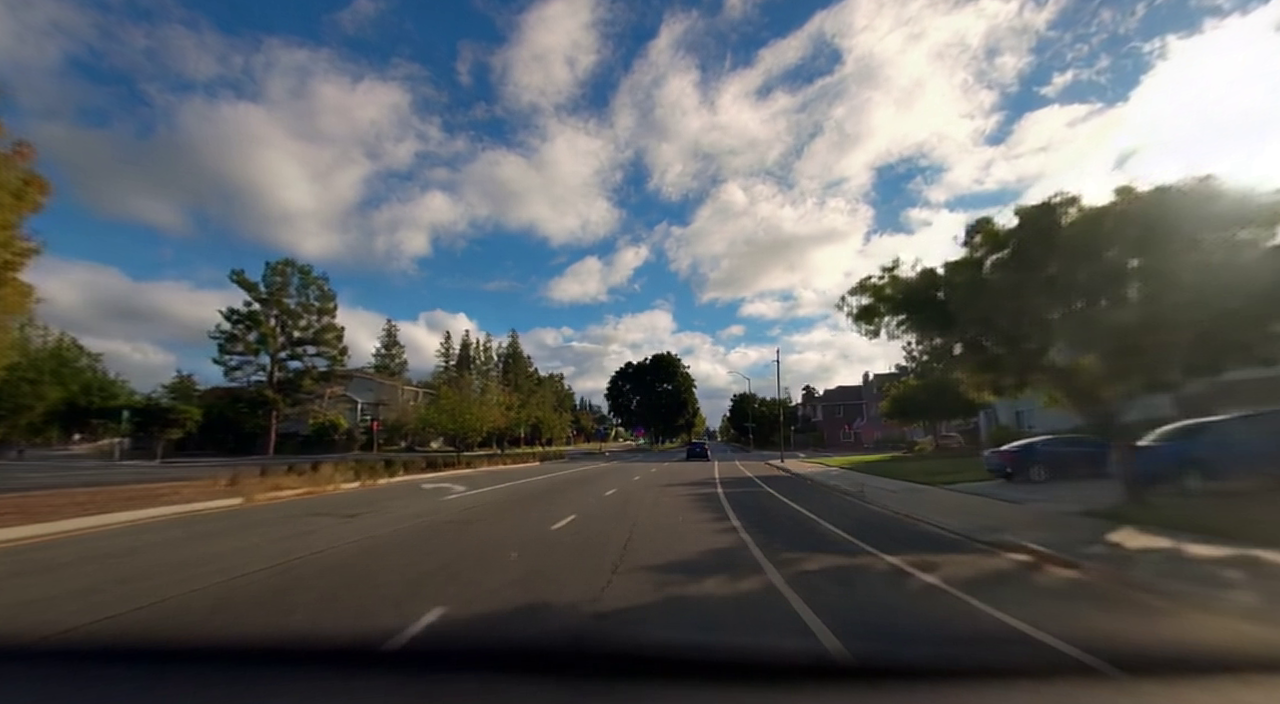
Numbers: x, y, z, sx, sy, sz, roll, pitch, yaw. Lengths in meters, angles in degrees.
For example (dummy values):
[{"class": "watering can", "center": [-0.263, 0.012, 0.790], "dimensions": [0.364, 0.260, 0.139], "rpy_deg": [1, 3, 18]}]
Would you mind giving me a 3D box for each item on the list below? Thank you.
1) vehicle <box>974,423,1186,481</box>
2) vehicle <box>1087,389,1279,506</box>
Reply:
[{"class": "vehicle", "center": [12.453, 2.863, 18.144], "dimensions": [4.544, 1.535, 1.921], "rpy_deg": [-1, -8, 5]}, {"class": "vehicle", "center": [11.929, 1.841, 12.226], "dimensions": [4.672, 2.044, 2.248], "rpy_deg": [-1, -8, 4]}]
